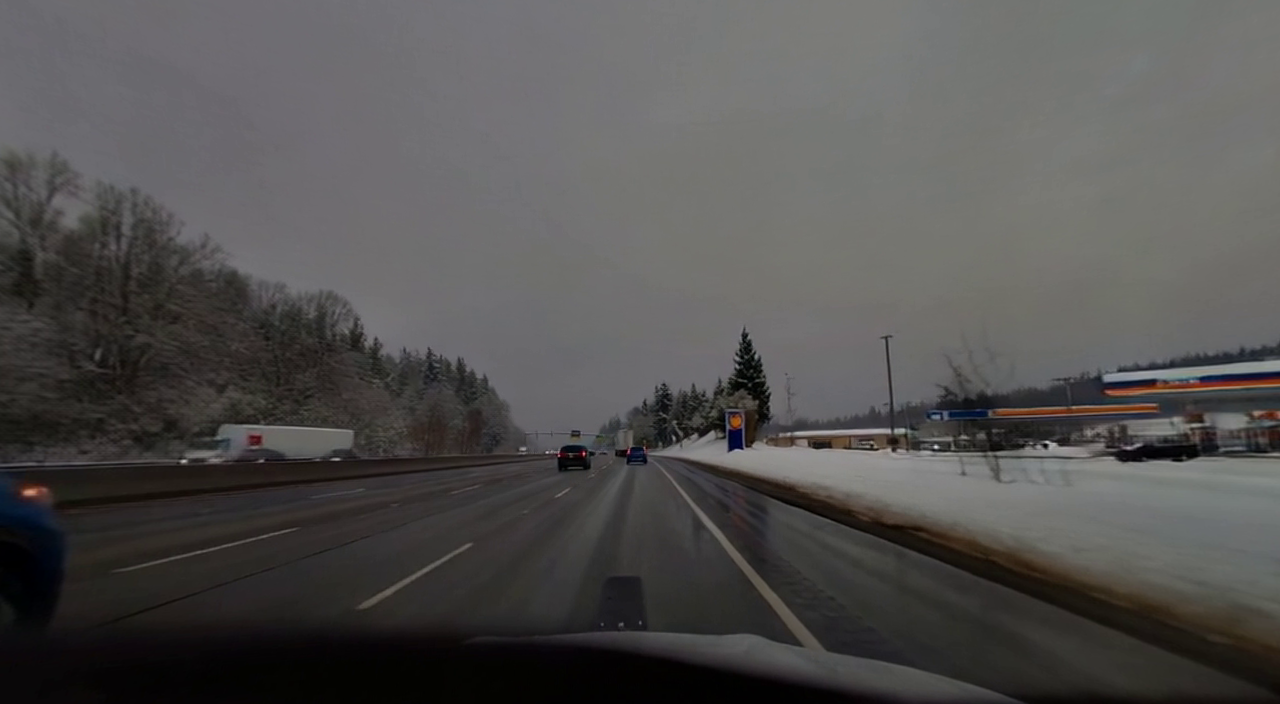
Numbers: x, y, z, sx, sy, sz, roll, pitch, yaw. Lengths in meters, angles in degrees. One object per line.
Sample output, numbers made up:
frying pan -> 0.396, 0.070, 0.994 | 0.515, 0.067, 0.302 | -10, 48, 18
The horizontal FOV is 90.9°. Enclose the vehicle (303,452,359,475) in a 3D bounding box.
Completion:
vehicle -> -22.544, 8.123, 46.149 | 1.851, 1.577, 4.503 | 0, -8, -1

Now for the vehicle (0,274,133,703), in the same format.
vehicle -> -4.209, 0.348, 0.327 | 2.694, 2.081, 6.099 | 0, -8, 1

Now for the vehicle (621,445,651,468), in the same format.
vehicle -> -0.340, 7.305, 44.386 | 1.982, 1.524, 3.800 | 0, -8, -2

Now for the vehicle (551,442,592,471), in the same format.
vehicle -> -4.615, 7.080, 42.992 | 2.273, 1.884, 4.515 | 0, -8, 0

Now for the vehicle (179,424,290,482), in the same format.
vehicle -> -30.372, 7.599, 47.854 | 2.982, 3.933, 8.231 | 0, -8, -1

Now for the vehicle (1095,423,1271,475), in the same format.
vehicle -> 34.852, 6.343, 40.836 | 7.976, 2.684, 2.905 | -3, -15, 7
